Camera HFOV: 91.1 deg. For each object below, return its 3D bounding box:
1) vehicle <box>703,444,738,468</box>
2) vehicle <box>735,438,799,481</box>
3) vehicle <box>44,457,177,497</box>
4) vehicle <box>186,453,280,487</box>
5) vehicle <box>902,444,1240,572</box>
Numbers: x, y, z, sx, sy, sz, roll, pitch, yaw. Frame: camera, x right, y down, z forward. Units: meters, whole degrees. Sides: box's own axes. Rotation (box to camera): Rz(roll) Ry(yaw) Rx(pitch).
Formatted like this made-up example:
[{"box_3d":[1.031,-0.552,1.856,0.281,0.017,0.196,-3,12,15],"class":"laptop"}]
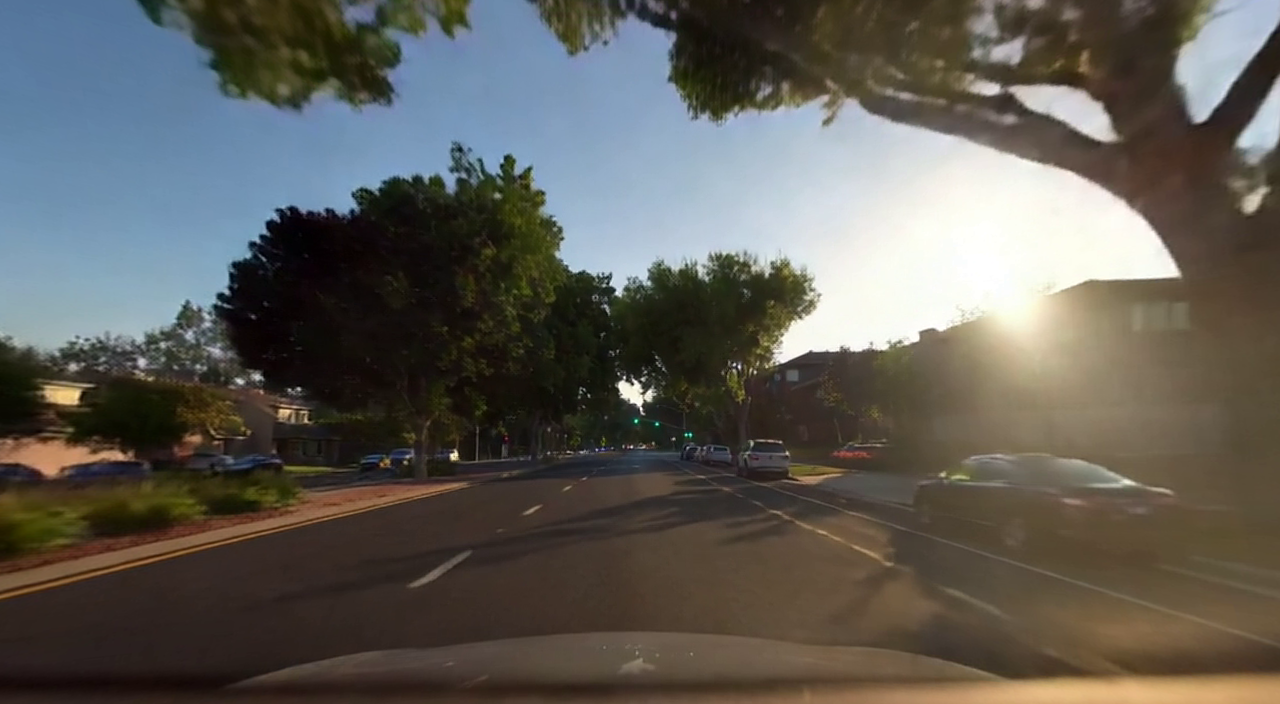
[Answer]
[{"box_3d":[5.943,7.718,46.785,1.918,1.662,4.393,1,-9,-2],"class":"vehicle"},{"box_3d":[5.896,5.038,29.640,2.004,1.816,4.585,0,-9,-1],"class":"vehicle"},{"box_3d":[-22.254,5.233,26.650,1.785,1.461,4.377,0,-9,0],"class":"vehicle"},{"box_3d":[-22.018,6.376,34.213,1.911,1.473,4.610,-1,-6,3],"class":"vehicle"},{"box_3d":[6.069,2.200,9.721,1.945,1.481,4.421,1,-9,-3],"class":"vehicle"}]
